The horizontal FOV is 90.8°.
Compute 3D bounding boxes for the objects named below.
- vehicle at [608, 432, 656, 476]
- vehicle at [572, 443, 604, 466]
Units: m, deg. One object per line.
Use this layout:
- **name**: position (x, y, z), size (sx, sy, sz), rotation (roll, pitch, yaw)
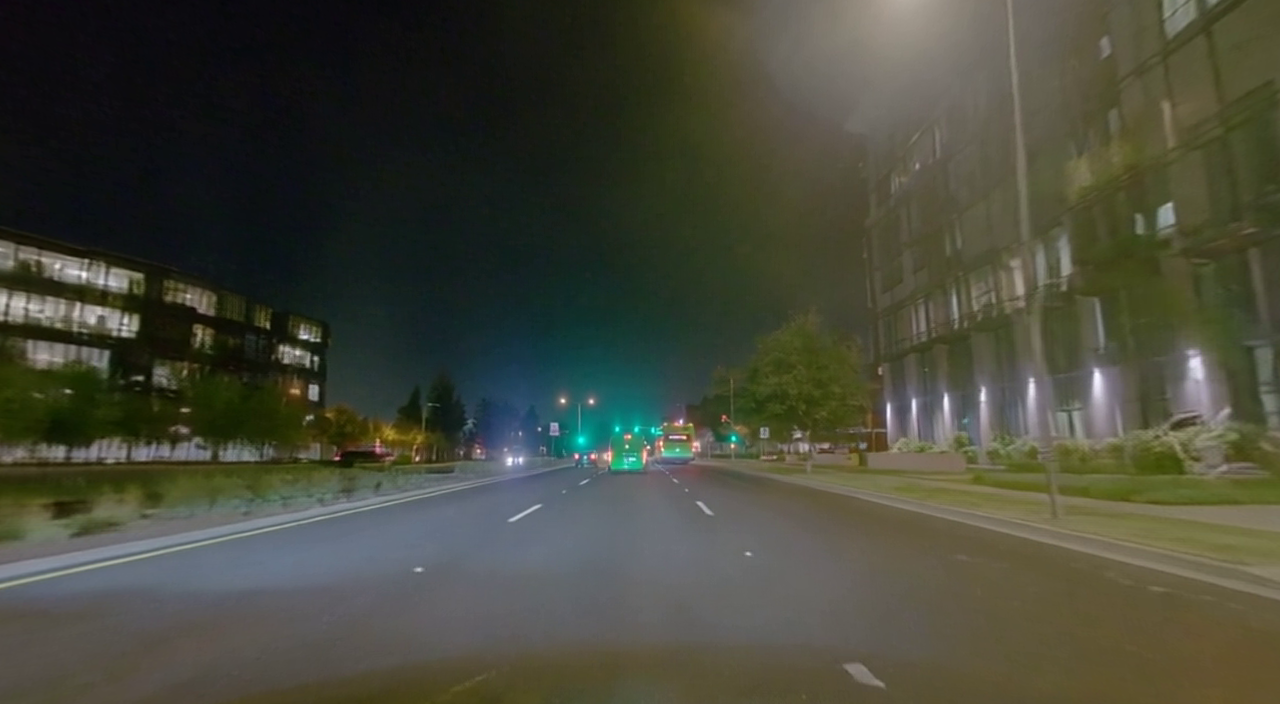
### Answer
- **vehicle**: position (-0.346, 5.366, 33.513), size (2.336, 2.122, 5.207), rotation (0, -9, 1)
- **vehicle**: position (-4.014, 7.979, 49.149), size (2.109, 1.672, 4.256), rotation (0, -9, 1)
